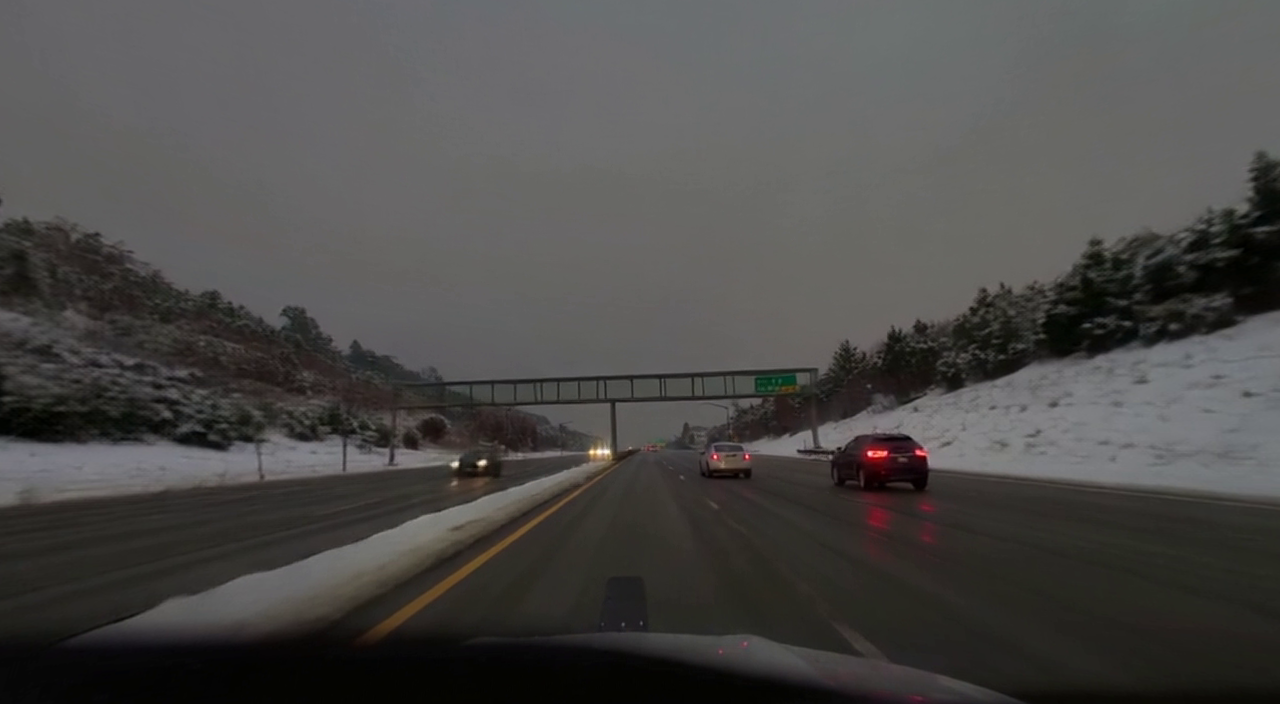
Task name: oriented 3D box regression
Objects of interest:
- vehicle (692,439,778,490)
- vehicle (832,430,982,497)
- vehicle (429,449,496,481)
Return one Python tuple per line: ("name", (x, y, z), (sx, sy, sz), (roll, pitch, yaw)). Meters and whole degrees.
("vehicle", (2.921, 3.554, 20.303), (2.044, 1.444, 4.216), (0, -8, -1))
("vehicle", (6.961, 2.956, 17.139), (1.988, 1.530, 4.777), (0, -8, 0))
("vehicle", (-8.998, 5.758, 32.392), (2.089, 1.460, 4.488), (-1, -8, 0))
